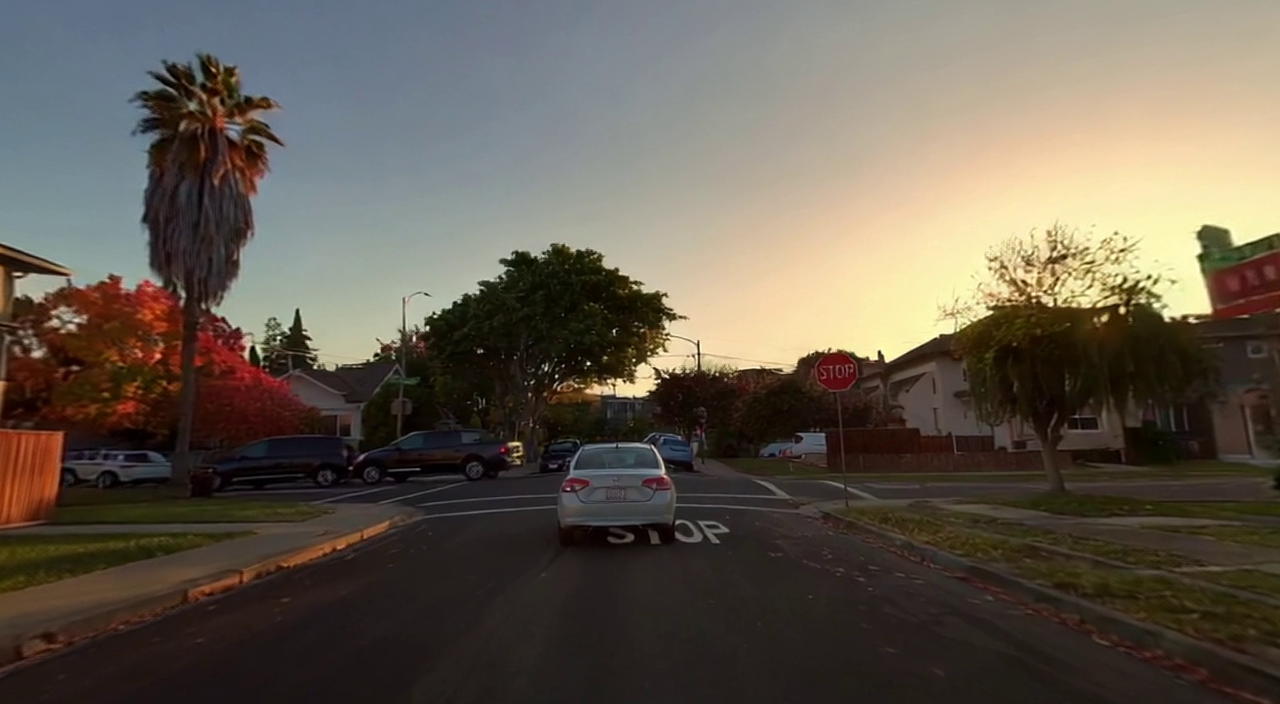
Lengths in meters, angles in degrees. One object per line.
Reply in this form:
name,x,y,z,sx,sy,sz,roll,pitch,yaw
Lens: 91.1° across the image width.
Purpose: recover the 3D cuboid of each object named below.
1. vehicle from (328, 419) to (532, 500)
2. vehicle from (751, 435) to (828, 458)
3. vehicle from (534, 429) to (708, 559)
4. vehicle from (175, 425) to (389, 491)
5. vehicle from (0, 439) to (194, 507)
vehicle,-6.643,3.329,19.823,5.941,2.187,2.730,-5,-10,29
vehicle,11.356,7.224,47.970,5.379,1.731,2.080,0,-8,-1
vehicle,-0.248,1.961,9.413,2.010,1.499,4.107,0,-8,-1
vehicle,-12.290,3.626,21.727,6.308,2.057,2.353,-2,-9,12
vehicle,-15.286,3.374,17.290,4.521,1.447,1.913,-4,-13,0
